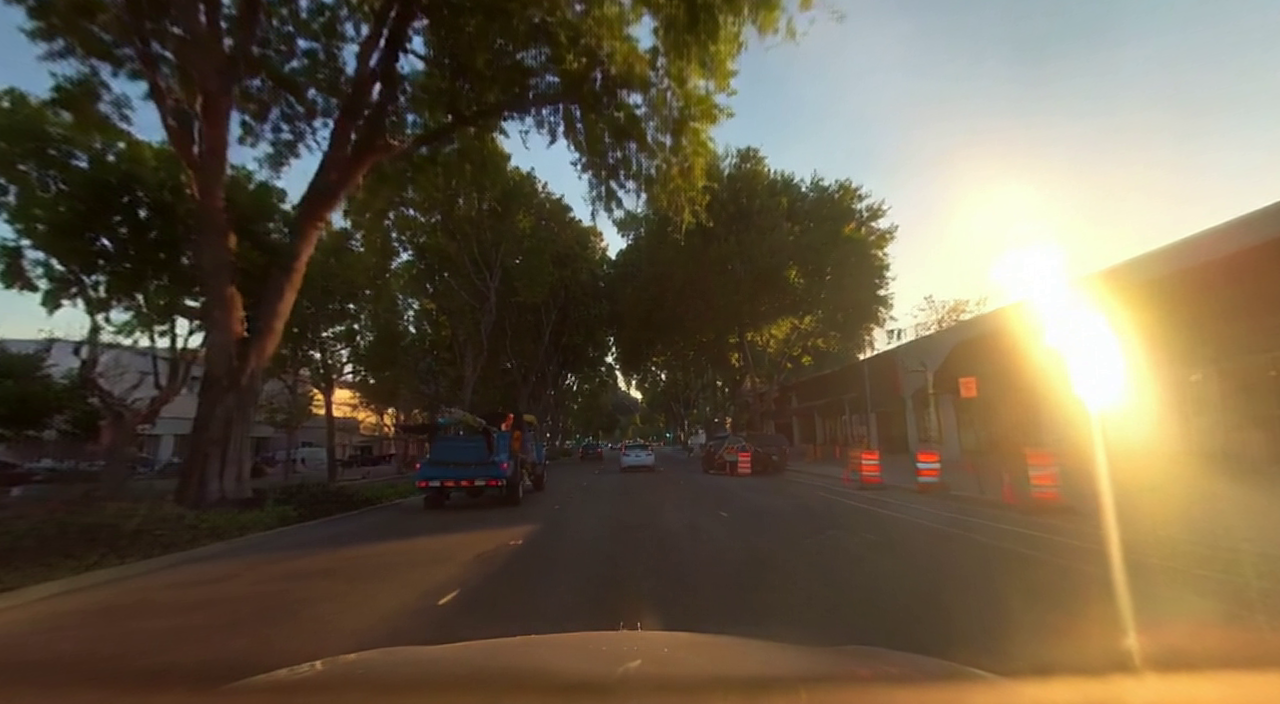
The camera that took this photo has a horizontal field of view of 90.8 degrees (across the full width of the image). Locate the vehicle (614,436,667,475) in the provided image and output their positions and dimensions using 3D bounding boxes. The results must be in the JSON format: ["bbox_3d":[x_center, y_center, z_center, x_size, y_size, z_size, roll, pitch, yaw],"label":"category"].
[{"bbox_3d":[-0.034,5.079,31.235,2.413,1.748,4.406,0,-8,-1],"label":"vehicle"}]

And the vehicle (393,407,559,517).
[{"bbox_3d":[-3.482,2.506,14.899,2.424,2.063,5.678,0,-8,0],"label":"vehicle"}]

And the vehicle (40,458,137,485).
[{"bbox_3d":[-34.824,7.522,40.090,1.876,1.470,4.711,0,-8,0],"label":"vehicle"}]

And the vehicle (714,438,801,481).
[{"bbox_3d":[4.739,4.397,26.237,2.082,1.601,4.451,1,-9,-10],"label":"vehicle"}]
